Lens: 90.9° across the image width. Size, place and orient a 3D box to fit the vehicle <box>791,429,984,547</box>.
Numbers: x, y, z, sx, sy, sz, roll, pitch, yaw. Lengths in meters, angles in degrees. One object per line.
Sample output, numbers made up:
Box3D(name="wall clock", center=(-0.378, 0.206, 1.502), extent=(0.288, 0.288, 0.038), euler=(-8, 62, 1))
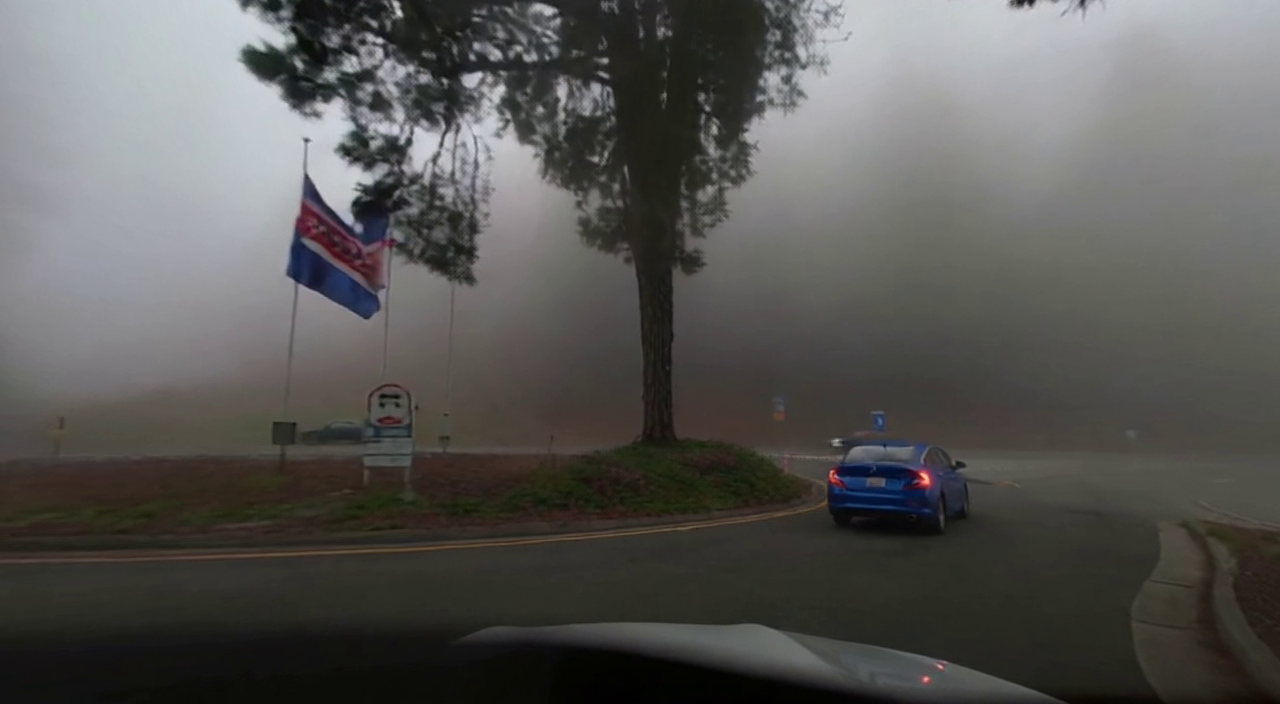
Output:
Box3D(name="vehicle", center=(4.418, 2.219, 10.919), extent=(2.078, 1.607, 4.010), euler=(-6, -11, 35))

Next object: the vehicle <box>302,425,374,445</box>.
Box3D(name="vehicle", center=(-23.426, 6.446, 49.036), extent=(4.652, 1.498, 1.783), euler=(0, -9, 0))
